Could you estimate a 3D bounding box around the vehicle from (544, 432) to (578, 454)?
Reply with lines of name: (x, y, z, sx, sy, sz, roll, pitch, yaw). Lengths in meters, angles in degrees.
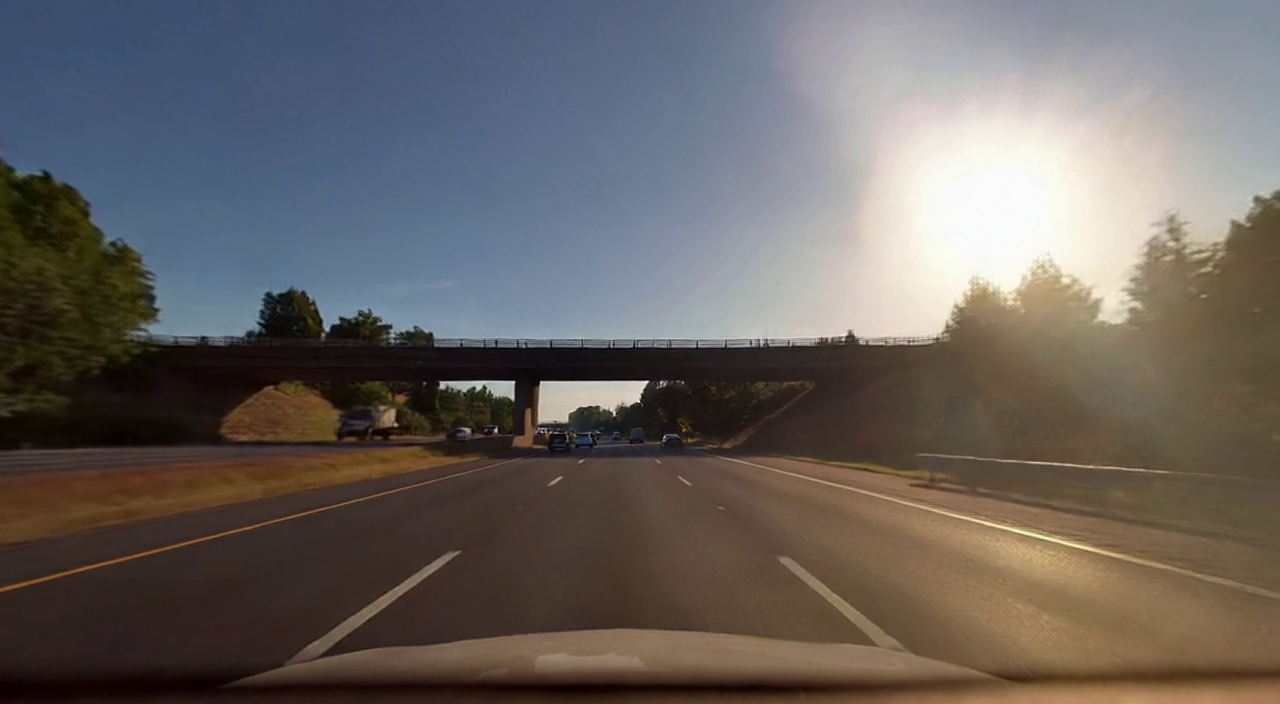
vehicle: (-5.338, 6.187, 42.890, 1.966, 1.460, 3.519, 0, -8, -2)

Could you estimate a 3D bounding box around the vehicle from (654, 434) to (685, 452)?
vehicle: (2.274, 7.070, 49.192, 1.999, 1.329, 3.913, 1, -8, -3)
